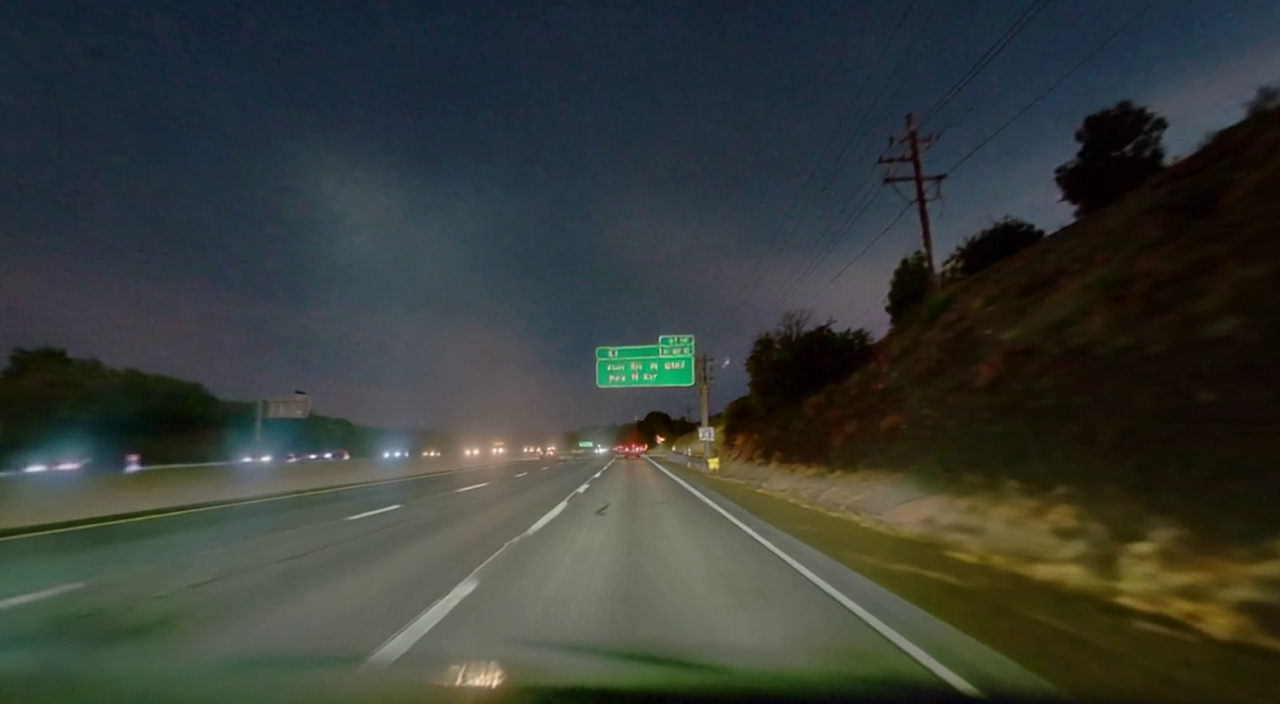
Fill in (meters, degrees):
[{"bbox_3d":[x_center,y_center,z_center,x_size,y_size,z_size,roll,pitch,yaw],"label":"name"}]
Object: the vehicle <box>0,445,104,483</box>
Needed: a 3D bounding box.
[{"bbox_3d":[-32.161,6.039,34.154,1.918,1.864,5.160,-1,-9,-2],"label":"vehicle"}]
